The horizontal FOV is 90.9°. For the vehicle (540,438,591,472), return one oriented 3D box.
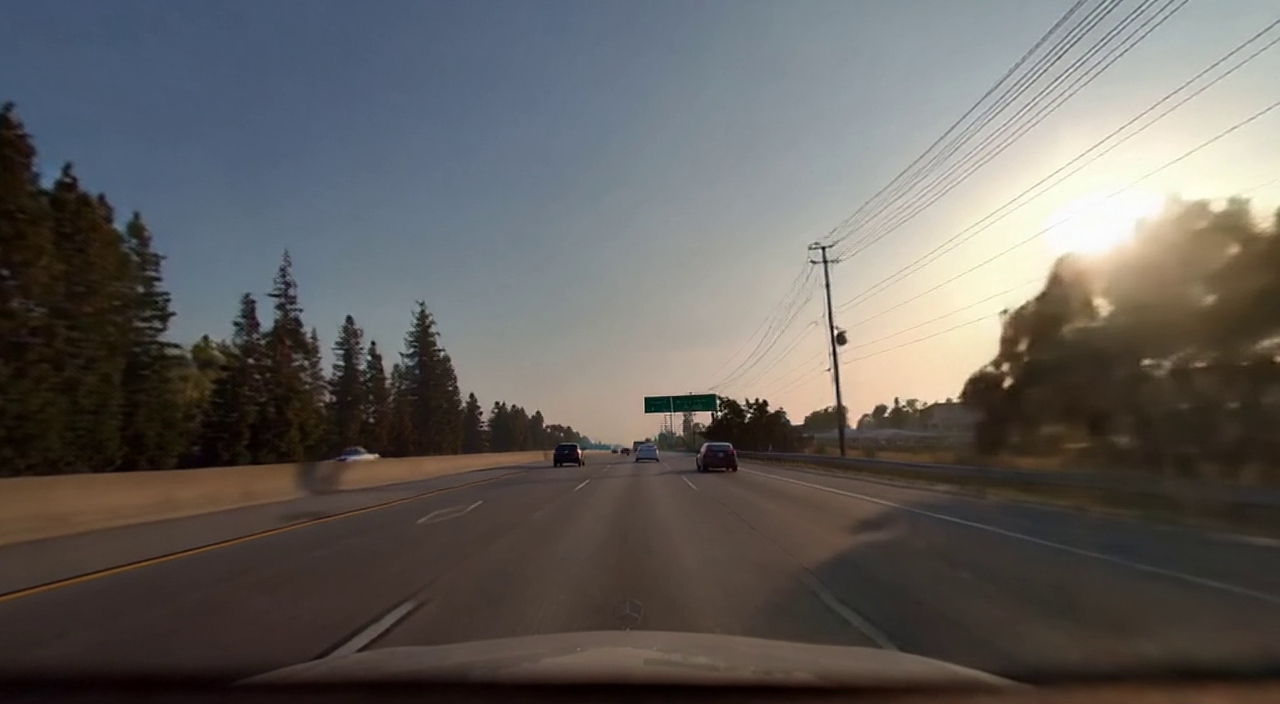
[{"bbox_3d":[-4.108,5.738,35.366,2.217,1.773,4.553,0,-8,1],"label":"vehicle"}]

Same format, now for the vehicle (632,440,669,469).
[{"bbox_3d":[0.576,6.027,37.193,2.049,1.620,4.153,0,-8,0],"label":"vehicle"}]

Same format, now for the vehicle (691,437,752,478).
[{"bbox_3d":[3.359,4.430,26.629,1.996,1.579,3.841,0,-8,-1],"label":"vehicle"}]
